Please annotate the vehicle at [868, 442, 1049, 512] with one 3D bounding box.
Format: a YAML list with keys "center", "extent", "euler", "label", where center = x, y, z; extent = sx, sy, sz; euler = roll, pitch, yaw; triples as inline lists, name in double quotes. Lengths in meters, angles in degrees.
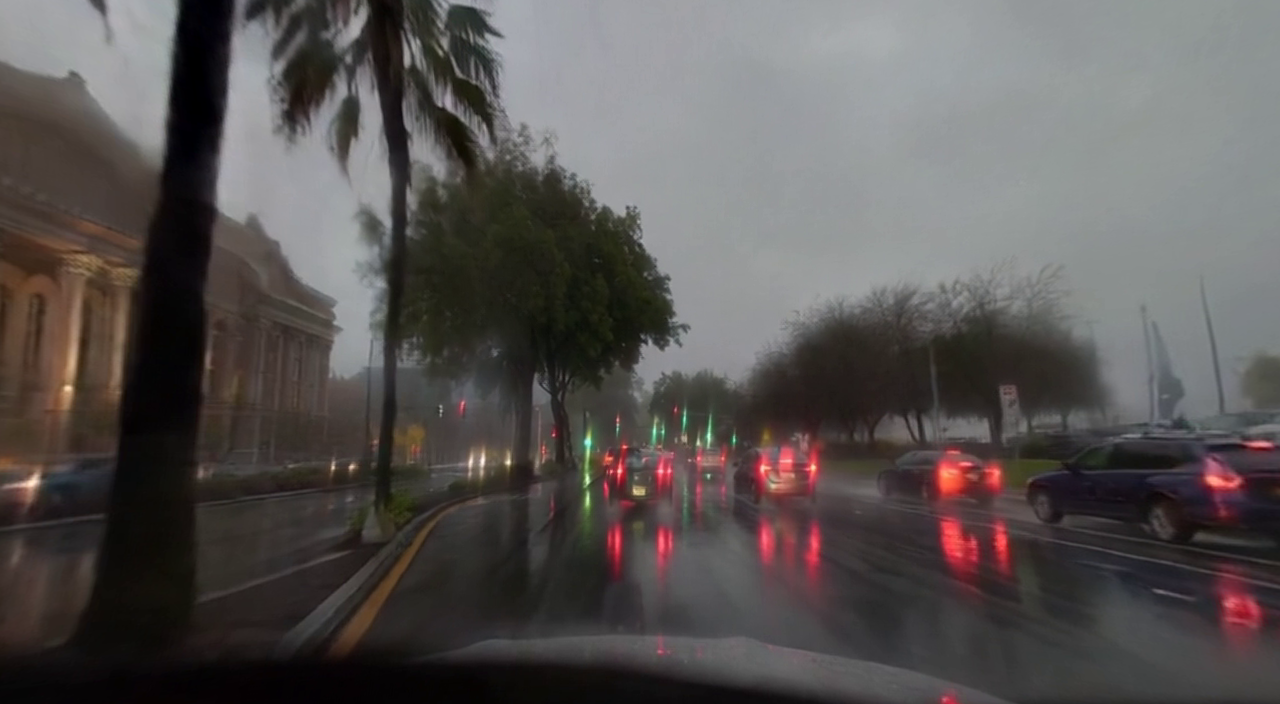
- center: [8.161, 3.222, 16.873]
  extent: [1.970, 1.559, 4.911]
  euler: [1, -9, -5]
  label: "vehicle"

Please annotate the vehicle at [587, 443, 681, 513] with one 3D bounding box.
- center: [-0.172, 3.040, 15.729]
  extent: [2.050, 1.521, 3.747]
  euler: [0, -9, -1]
  label: "vehicle"

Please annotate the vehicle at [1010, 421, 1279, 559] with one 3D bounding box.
- center: [8.532, 2.094, 10.370]
  extent: [1.994, 1.715, 4.777]
  euler: [0, -9, 0]
  label: "vehicle"

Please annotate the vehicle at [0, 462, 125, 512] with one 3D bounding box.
- center: [-20.919, 4.651, 22.128]
  extent: [1.856, 1.429, 4.672]
  euler: [0, -9, -1]
  label: "vehicle"

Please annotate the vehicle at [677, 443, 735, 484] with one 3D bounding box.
- center: [3.299, 5.779, 33.392]
  extent: [2.127, 1.854, 7.971]
  euler: [0, -9, -1]
  label: "vehicle"

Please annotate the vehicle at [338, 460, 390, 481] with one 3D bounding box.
- center: [-21.136, 9.068, 48.582]
  extent: [1.935, 1.479, 4.453]
  euler: [0, -9, 0]
  label: "vehicle"

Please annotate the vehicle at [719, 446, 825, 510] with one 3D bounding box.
- center: [3.346, 3.266, 16.895]
  extent: [1.833, 1.465, 4.258]
  euler: [0, -9, -1]
  label: "vehicle"
